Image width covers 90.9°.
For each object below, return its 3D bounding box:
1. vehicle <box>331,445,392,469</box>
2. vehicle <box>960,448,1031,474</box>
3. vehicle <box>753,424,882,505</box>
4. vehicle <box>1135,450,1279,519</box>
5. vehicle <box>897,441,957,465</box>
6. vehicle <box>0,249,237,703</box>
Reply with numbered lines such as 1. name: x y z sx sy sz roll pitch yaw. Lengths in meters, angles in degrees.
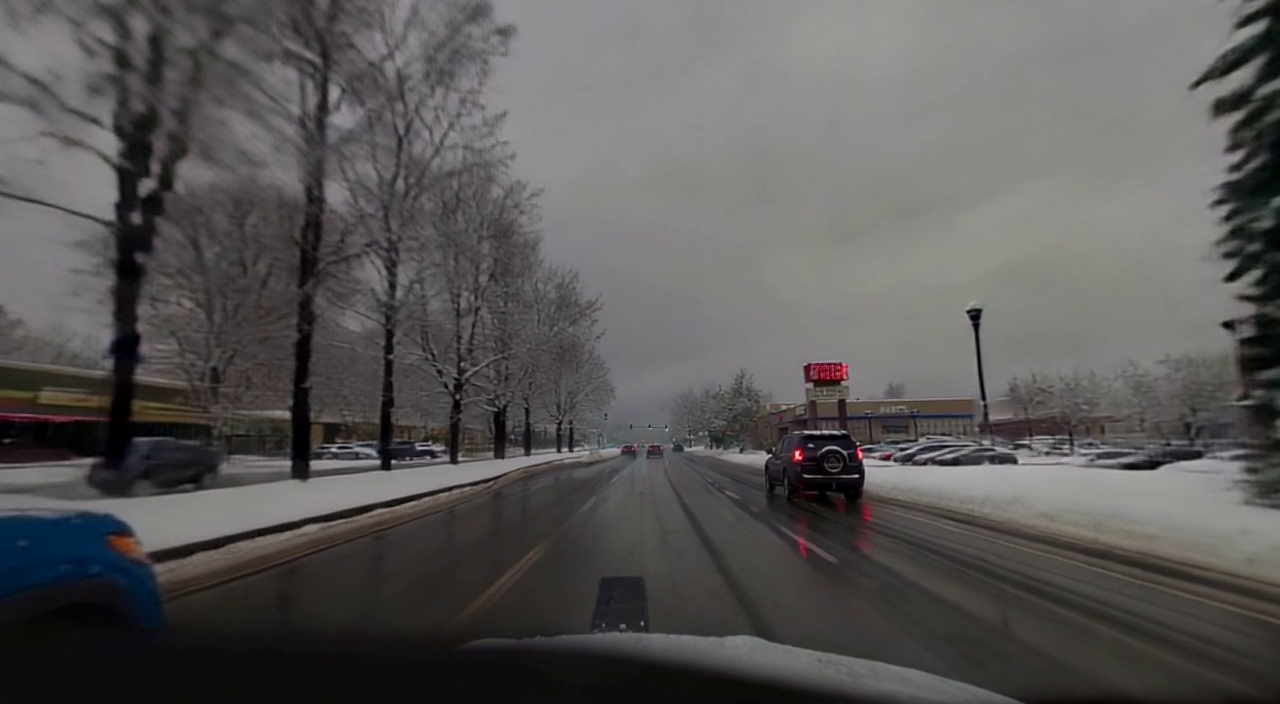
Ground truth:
1. vehicle: -21.168 7.980 48.111 2.242 1.740 4.929 0 -8 2
2. vehicle: 21.779 6.696 38.822 1.822 1.460 4.409 0 -8 1
3. vehicle: 4.324 2.812 16.199 2.024 1.773 4.431 0 -8 0
4. vehicle: 17.772 3.754 18.150 5.012 1.813 2.291 0 -9 0
5. vehicle: 21.032 7.396 46.305 1.959 1.613 4.190 1 -8 -9
6. vehicle: -3.360 0.426 0.932 2.210 1.925 4.838 0 -8 1
